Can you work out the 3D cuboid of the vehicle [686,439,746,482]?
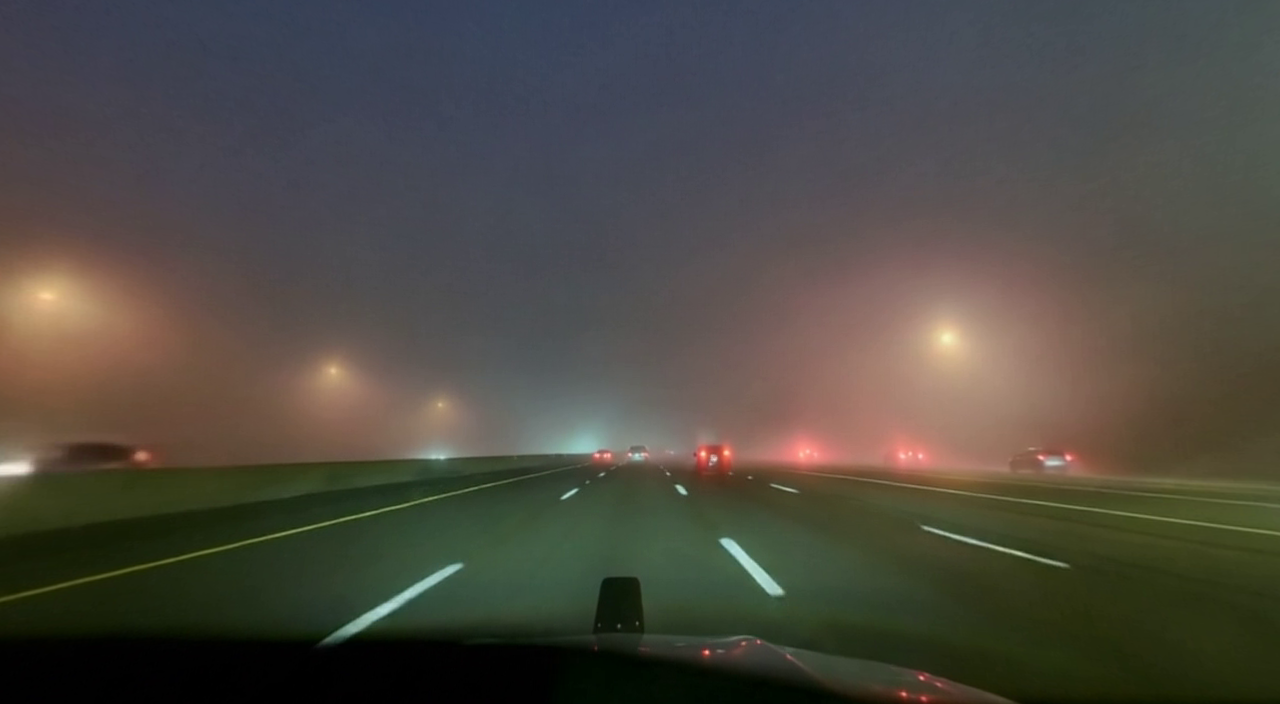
[{"bbox_3d":[3.335,4.864,28.540,2.147,1.794,4.538,0,-9,0],"label":"vehicle"}]

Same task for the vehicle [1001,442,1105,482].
[{"bbox_3d":[20.285,5.401,31.249,2.116,1.754,4.727,0,-9,3],"label":"vehicle"}]

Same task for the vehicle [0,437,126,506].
[{"bbox_3d":[-18.106,3.384,18.118,2.066,1.824,5.243,0,-9,2],"label":"vehicle"}]
